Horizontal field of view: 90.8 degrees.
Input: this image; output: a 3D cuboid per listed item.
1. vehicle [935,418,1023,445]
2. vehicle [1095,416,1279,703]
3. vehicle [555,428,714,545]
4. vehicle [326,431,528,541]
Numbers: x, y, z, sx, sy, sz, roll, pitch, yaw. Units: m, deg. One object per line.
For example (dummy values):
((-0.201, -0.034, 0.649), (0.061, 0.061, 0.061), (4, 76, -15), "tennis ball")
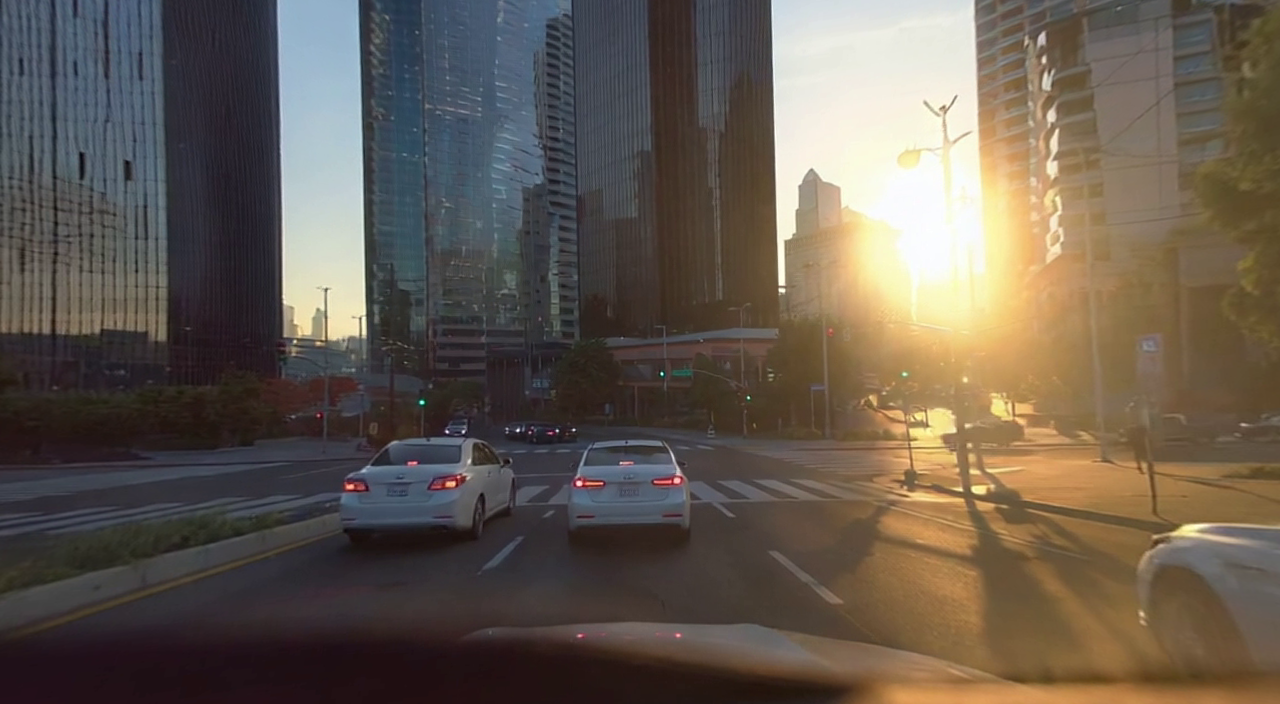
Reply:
((24.654, 5.803, 46.071), (5.201, 1.894, 2.178), (0, -8, -3), "vehicle")
((3.108, 0.739, 0.754), (1.915, 1.434, 4.175), (0, -8, -2), "vehicle")
((-0.138, 2.000, 10.018), (2.016, 1.478, 3.795), (0, -8, -2), "vehicle")
((-3.307, 2.169, 10.969), (1.995, 1.479, 4.627), (0, -8, -1), "vehicle")
